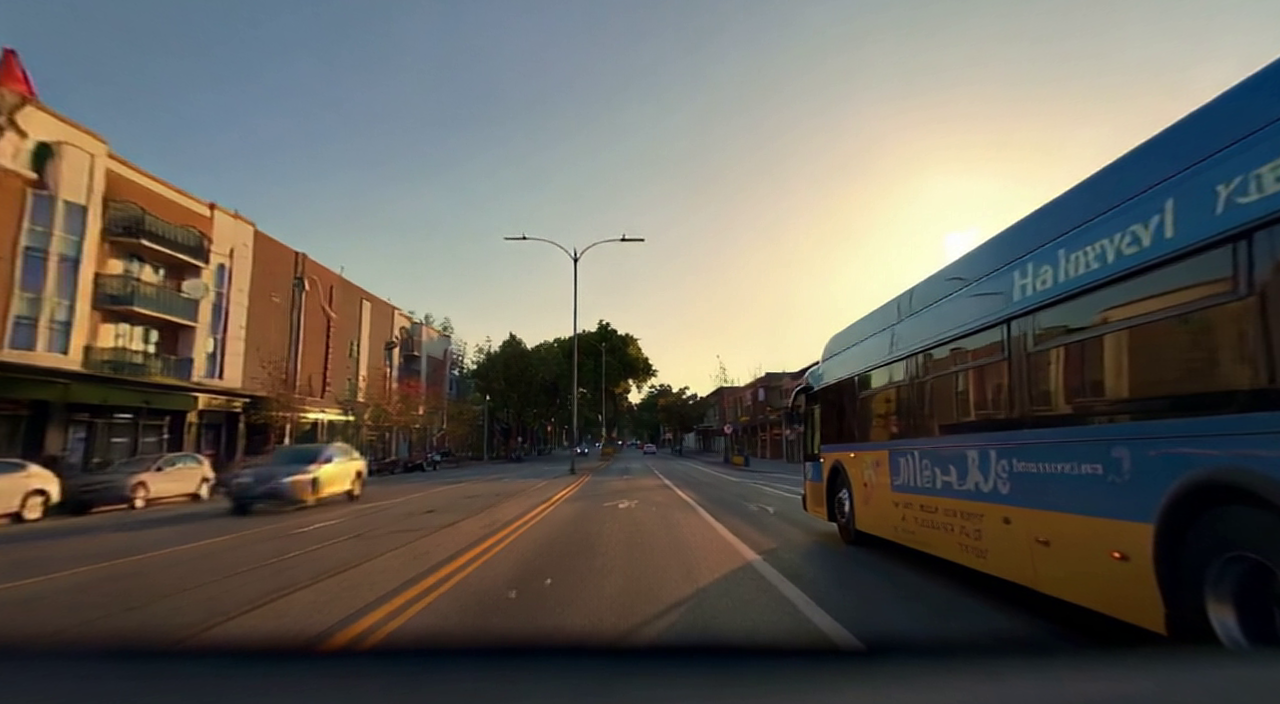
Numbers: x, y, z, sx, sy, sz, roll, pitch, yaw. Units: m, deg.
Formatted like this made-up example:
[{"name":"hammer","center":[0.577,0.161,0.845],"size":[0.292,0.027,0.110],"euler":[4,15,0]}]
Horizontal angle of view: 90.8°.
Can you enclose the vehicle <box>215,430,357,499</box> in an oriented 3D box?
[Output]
[{"name":"vehicle","center":[-11.568,3.679,21.137],"size":[2.084,2.027,4.557],"euler":[0,-8,0]}]

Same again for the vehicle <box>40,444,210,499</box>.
[{"name":"vehicle","center":[-18.127,4.191,22.397],"size":[4.392,1.800,1.902],"euler":[-1,-8,4]}]

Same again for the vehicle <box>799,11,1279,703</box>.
[{"name":"vehicle","center":[4.453,0.423,4.669],"size":[3.194,3.345,12.428],"euler":[0,-8,-1]}]

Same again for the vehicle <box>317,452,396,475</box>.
[{"name":"vehicle","center":[-19.601,7.715,43.793],"size":[4.522,1.469,1.840],"euler":[1,-8,-4]}]
